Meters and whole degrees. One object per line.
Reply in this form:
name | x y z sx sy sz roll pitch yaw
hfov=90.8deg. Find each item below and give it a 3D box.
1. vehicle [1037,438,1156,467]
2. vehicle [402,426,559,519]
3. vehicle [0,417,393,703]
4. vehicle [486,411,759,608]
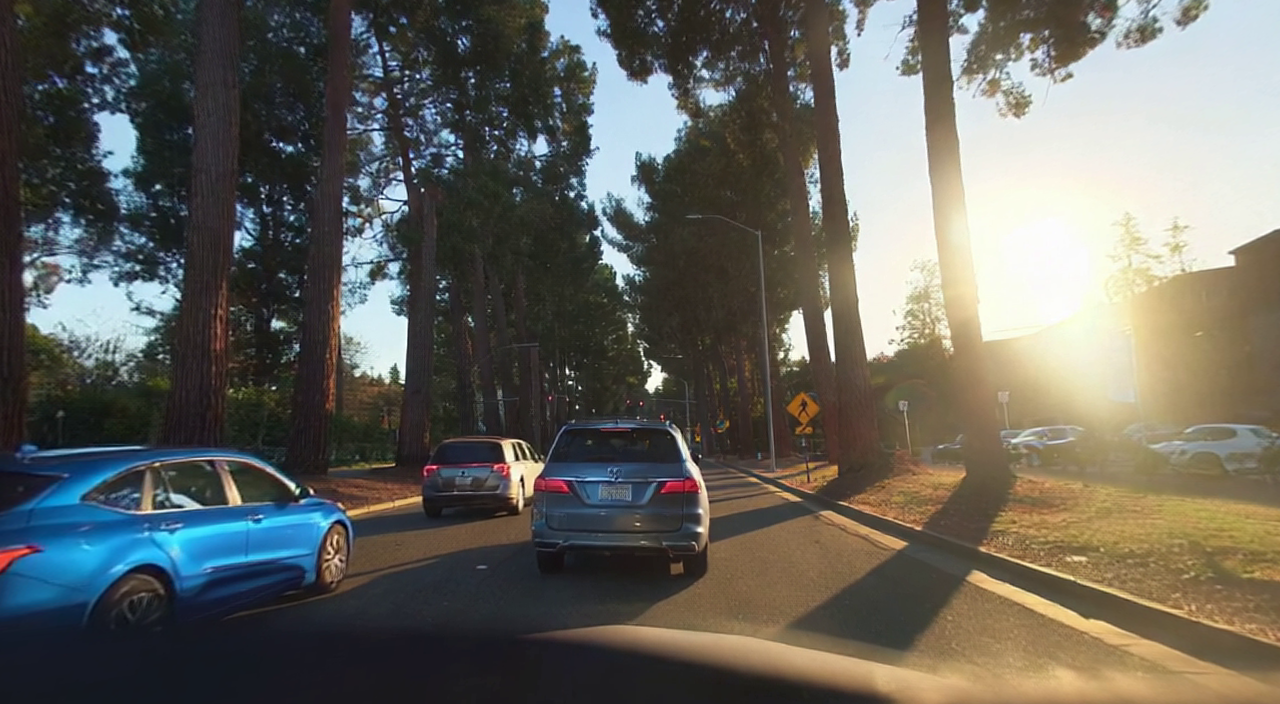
vehicle | 28.447 6.247 39.448 5.955 1.702 2.166 1 -8 -6
vehicle | -3.337 2.632 14.399 2.188 1.745 4.618 0 -8 3
vehicle | -3.644 1.265 4.392 1.922 1.464 4.424 0 -8 2
vehicle | -0.085 1.573 7.179 2.229 1.591 3.897 0 -8 2
